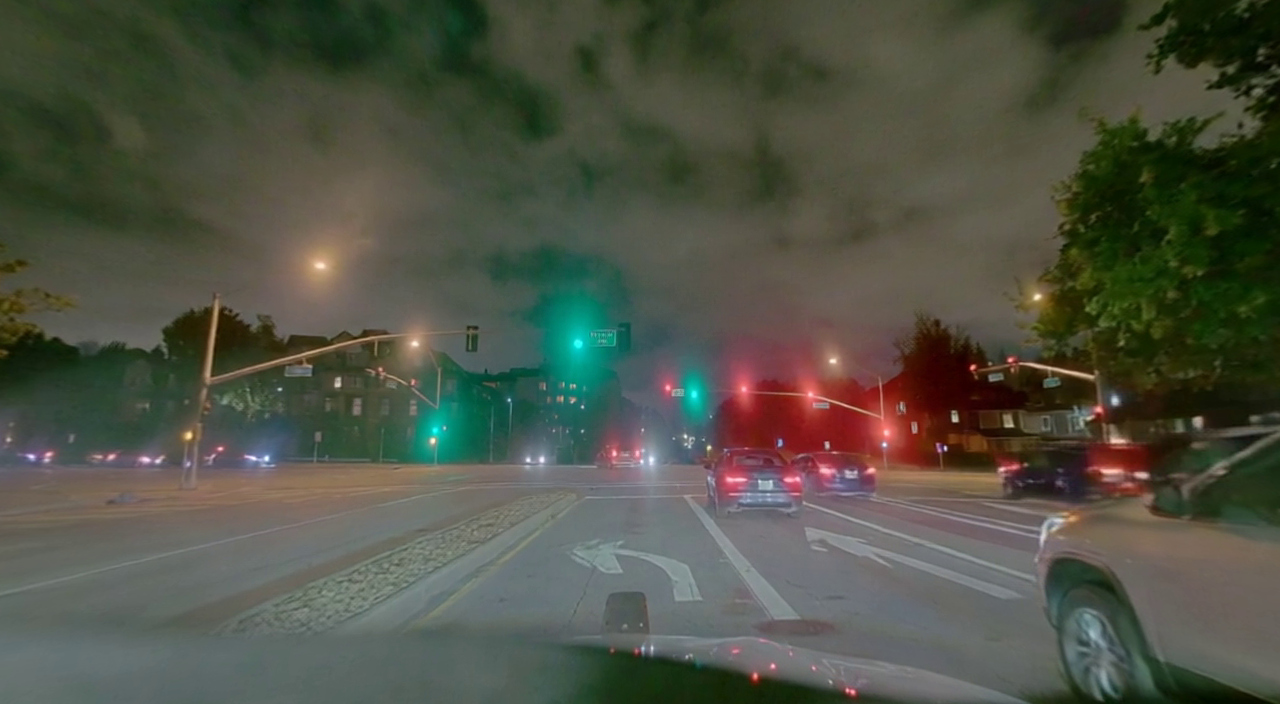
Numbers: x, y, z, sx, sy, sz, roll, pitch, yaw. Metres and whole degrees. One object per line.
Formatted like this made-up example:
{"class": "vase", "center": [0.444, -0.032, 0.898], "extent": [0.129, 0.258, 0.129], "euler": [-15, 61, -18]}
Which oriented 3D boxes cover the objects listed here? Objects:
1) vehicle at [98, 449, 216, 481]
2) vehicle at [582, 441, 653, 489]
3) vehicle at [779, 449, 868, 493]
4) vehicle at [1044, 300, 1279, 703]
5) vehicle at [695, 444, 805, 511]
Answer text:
{"class": "vehicle", "center": [-26.307, 6.138, 34.447], "extent": [4.724, 1.630, 1.968], "euler": [0, -9, -2]}
{"class": "vehicle", "center": [-0.985, 4.407, 24.942], "extent": [2.099, 1.705, 4.020], "euler": [2, -9, -12]}
{"class": "vehicle", "center": [6.570, 4.289, 23.127], "extent": [1.900, 1.440, 4.466], "euler": [0, -9, 0]}
{"class": "vehicle", "center": [2.855, 0.524, 0.410], "extent": [2.115, 1.737, 4.642], "euler": [0, -9, 1]}
{"class": "vehicle", "center": [2.662, 3.164, 16.437], "extent": [2.009, 1.480, 4.423], "euler": [0, -9, -1]}
